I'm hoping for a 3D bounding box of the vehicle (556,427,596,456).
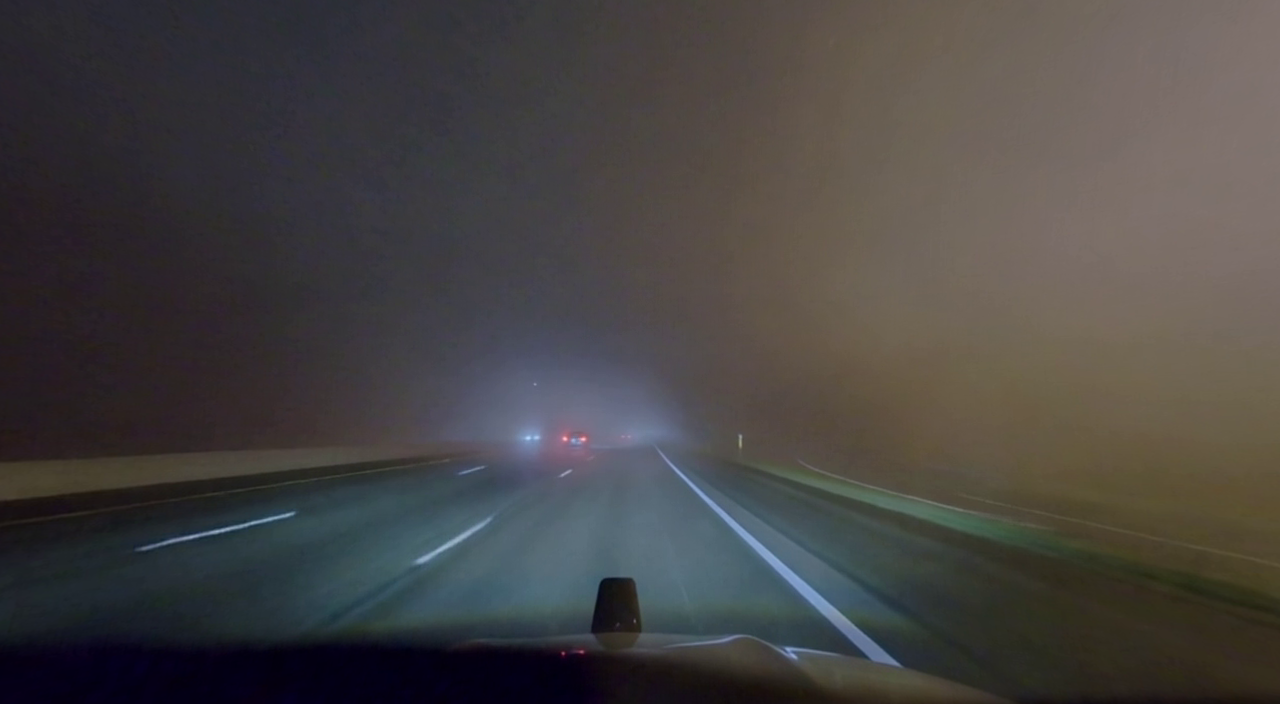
[{"bbox_3d":[-4.002,5.651,39.934,1.980,1.721,4.419,0,-8,1],"label":"vehicle"}]
